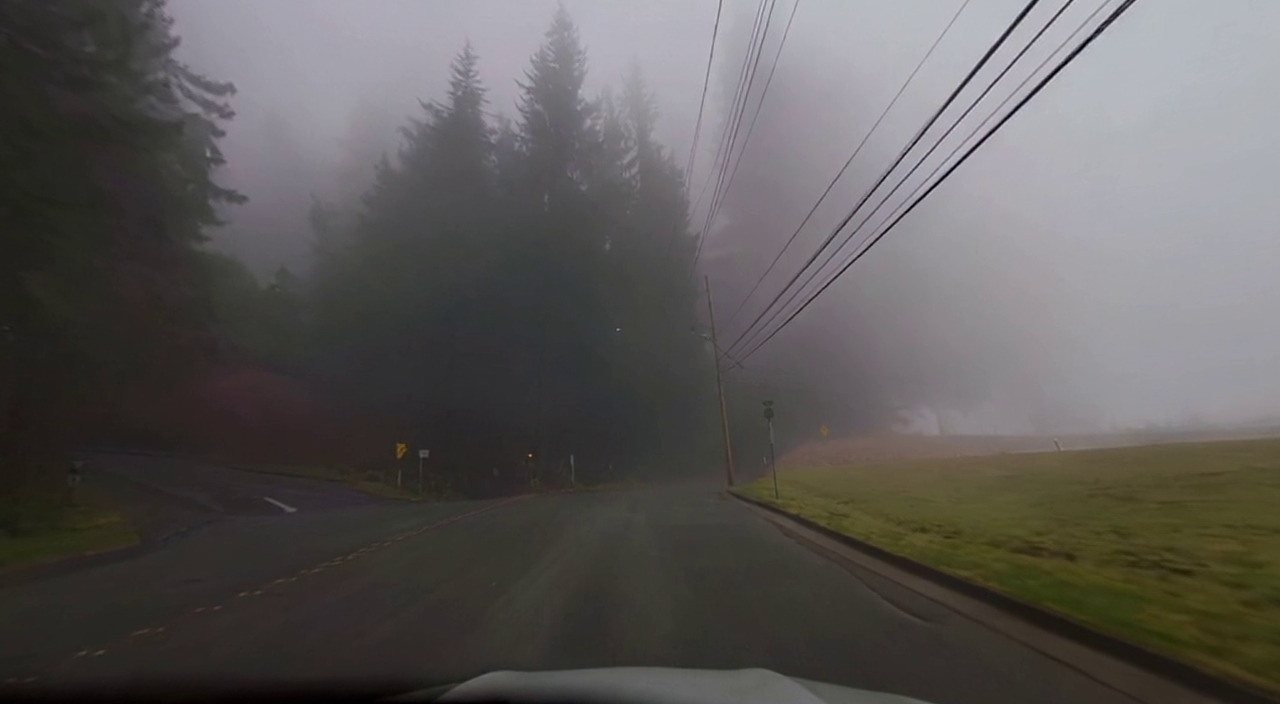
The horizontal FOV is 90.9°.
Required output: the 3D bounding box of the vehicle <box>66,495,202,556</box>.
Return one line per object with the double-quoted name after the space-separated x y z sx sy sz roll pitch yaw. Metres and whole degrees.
-17.621 5.950 21.945 4.043 1.673 1.970 -4 -10 25 "vehicle"
